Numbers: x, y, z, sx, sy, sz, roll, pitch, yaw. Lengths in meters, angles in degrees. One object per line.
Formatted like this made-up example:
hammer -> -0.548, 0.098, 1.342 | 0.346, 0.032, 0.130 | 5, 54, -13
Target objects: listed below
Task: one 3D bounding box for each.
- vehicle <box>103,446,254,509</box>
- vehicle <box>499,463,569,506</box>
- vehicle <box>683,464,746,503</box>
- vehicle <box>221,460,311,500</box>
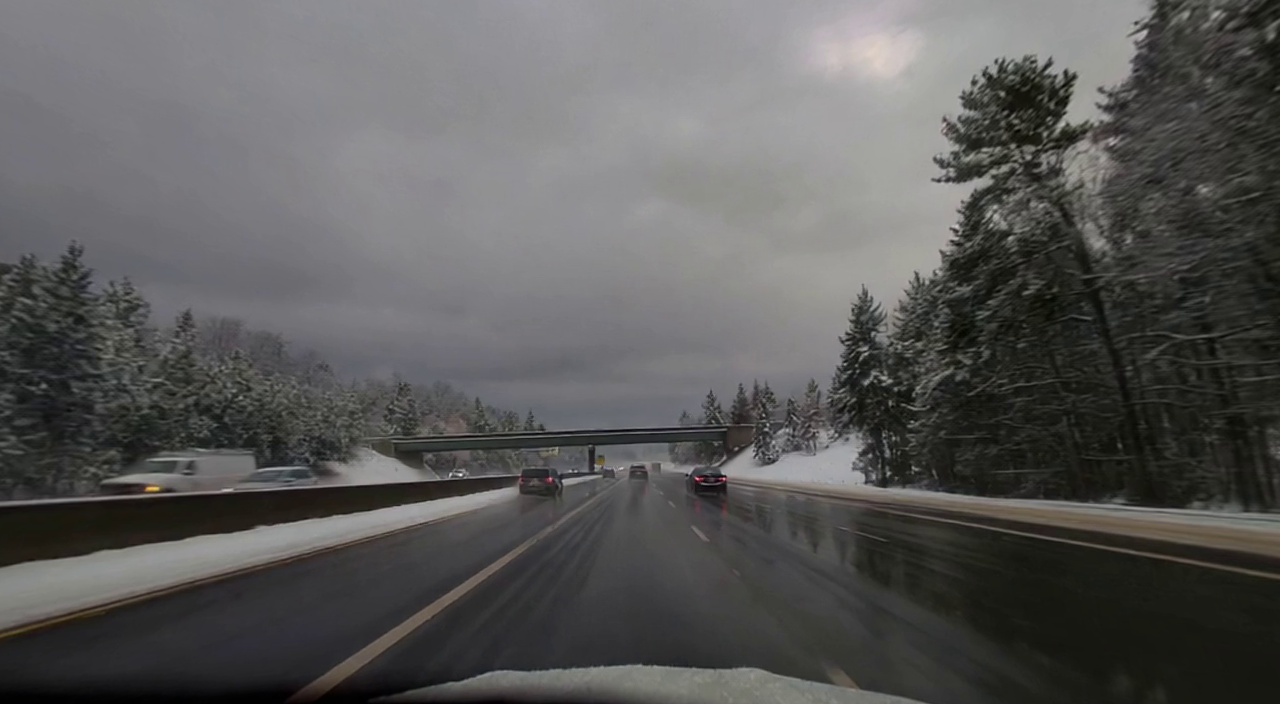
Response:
vehicle -> -20.566, 5.641, 28.481 | 2.319, 2.493, 5.837 | 1, -10, 0
vehicle -> -4.018, 5.090, 24.399 | 1.975, 1.486, 3.903 | 0, -10, 1
vehicle -> 3.130, 5.679, 27.422 | 2.092, 1.518, 4.348 | 1, -10, -2
vehicle -> -20.642, 7.073, 34.898 | 2.255, 2.062, 4.298 | 1, -10, -1
